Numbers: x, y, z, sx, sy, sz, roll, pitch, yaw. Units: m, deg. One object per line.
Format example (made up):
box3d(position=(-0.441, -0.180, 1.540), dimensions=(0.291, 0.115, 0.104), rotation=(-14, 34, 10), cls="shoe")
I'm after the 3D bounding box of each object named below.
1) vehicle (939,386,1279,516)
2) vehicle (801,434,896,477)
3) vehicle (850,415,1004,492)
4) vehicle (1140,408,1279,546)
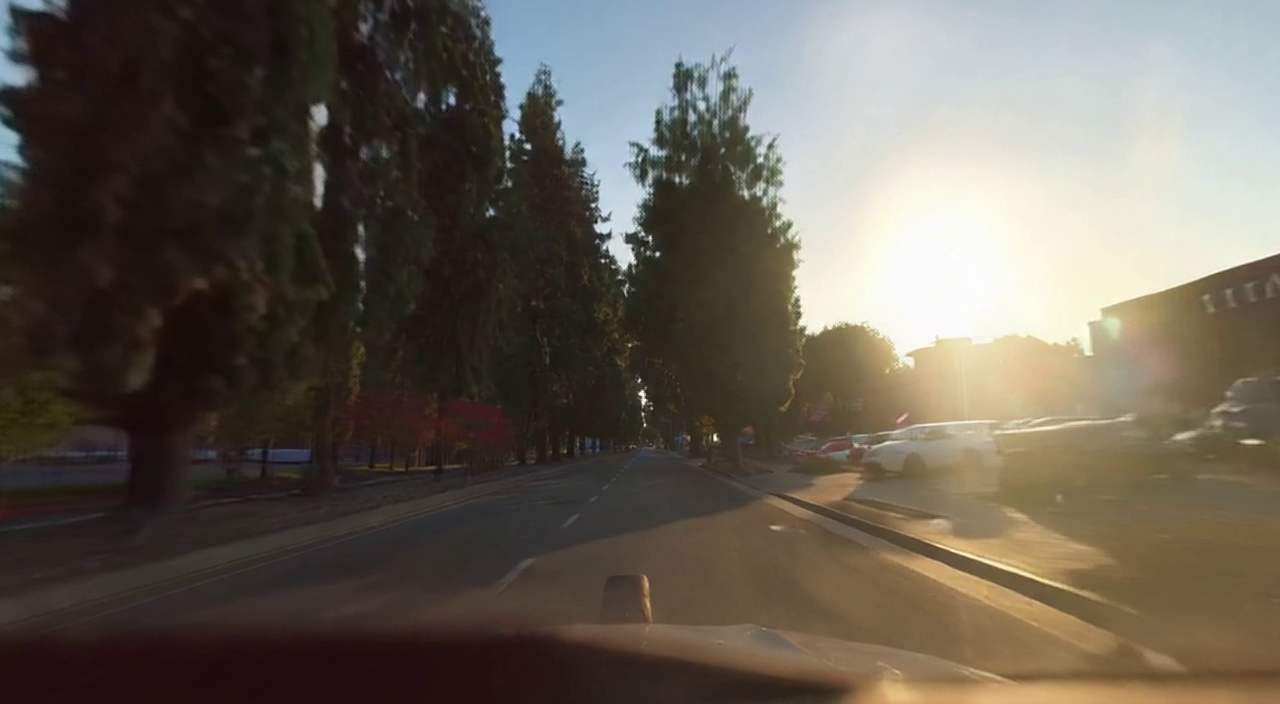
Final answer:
box3d(position=(7.823, 1.829, 11.498), dimensions=(2.043, 1.791, 5.339), rotation=(0, -10, -1), cls="vehicle")
box3d(position=(8.096, 4.072, 25.029), dimensions=(1.993, 1.476, 4.821), rotation=(0, -8, -2), cls="vehicle")
box3d(position=(8.144, 2.951, 18.533), dimensions=(2.235, 1.899, 4.827), rotation=(-1, -8, 0), cls="vehicle")
box3d(position=(7.873, 1.229, 6.145), dimensions=(2.056, 1.449, 4.679), rotation=(-1, -8, -1), cls="vehicle")
